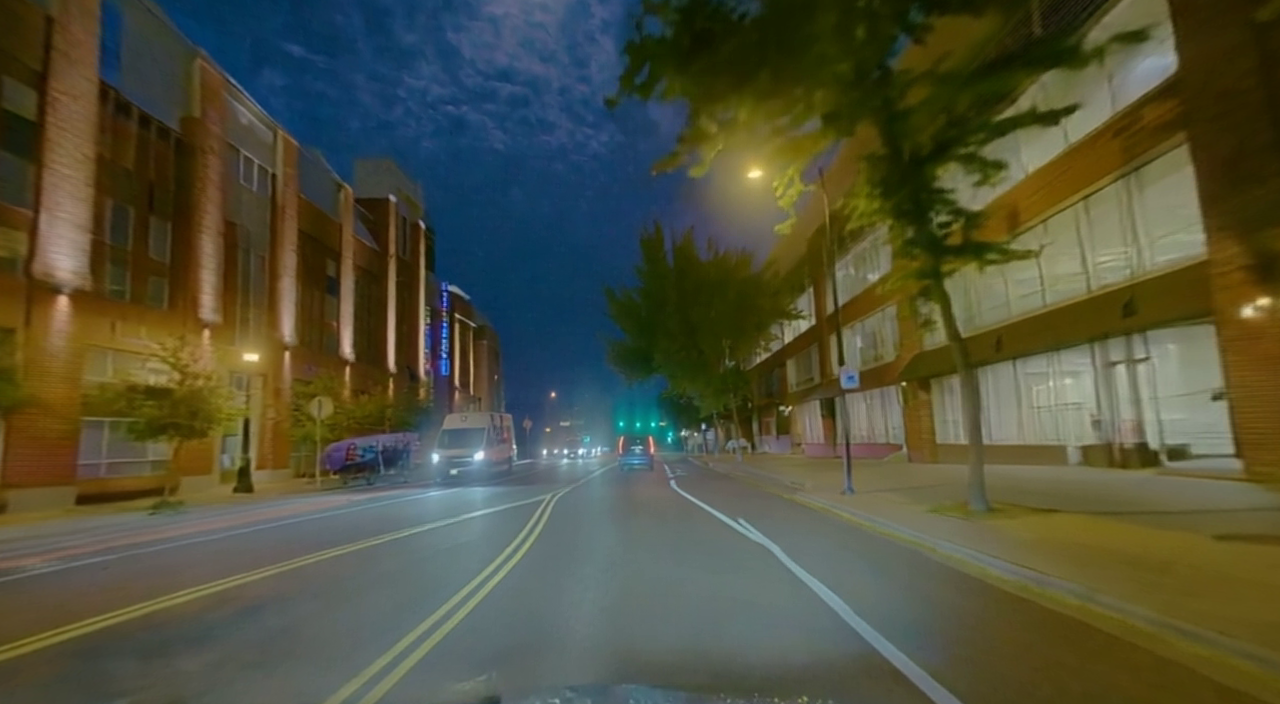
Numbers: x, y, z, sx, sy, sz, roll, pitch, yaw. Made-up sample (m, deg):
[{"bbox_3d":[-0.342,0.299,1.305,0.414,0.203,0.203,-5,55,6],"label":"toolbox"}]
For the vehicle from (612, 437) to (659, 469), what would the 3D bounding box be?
[{"bbox_3d":[-0.197,5.403,33.950,2.356,1.572,4.810,0,-8,1],"label":"vehicle"}]

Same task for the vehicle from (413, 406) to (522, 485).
[{"bbox_3d":[-7.429,4.166,28.379,2.754,3.065,7.103,0,-8,1],"label":"vehicle"}]
